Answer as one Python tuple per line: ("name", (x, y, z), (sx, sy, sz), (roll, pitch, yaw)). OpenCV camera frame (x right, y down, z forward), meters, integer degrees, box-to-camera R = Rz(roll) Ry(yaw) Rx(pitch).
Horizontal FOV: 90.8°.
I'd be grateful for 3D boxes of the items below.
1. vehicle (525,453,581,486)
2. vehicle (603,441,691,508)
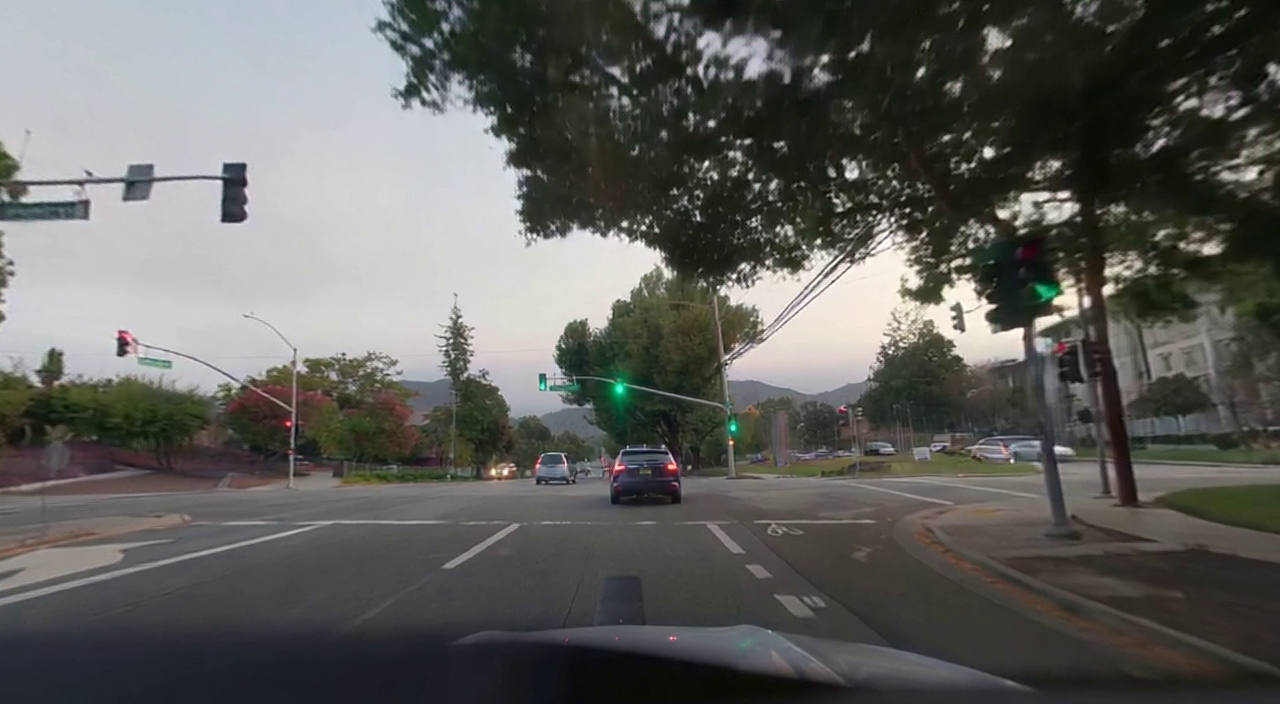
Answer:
("vehicle", (-4.225, 5.792, 31.379), (2.153, 1.474, 4.284), (0, -9, 1))
("vehicle", (0.146, 3.328, 17.550), (2.156, 1.636, 3.923), (0, -9, -1))
